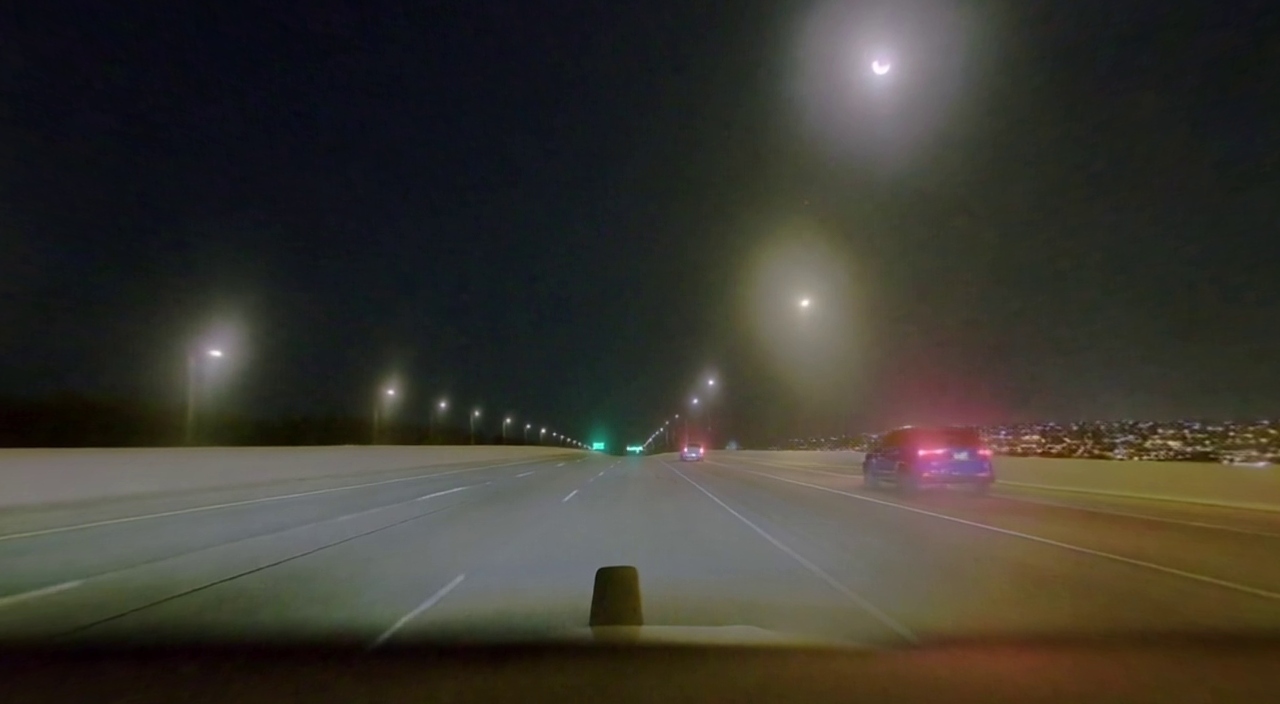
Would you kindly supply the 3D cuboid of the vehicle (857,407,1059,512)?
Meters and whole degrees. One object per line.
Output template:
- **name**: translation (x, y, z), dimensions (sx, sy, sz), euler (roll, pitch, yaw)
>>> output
- **vehicle**: translation (6.759, 2.350, 14.195), dimensions (2.065, 1.953, 4.605), euler (0, -8, -1)

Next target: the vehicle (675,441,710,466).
- **vehicle**: translation (3.467, 6.790, 42.387), dimensions (2.000, 1.533, 3.770), euler (0, -8, -1)
